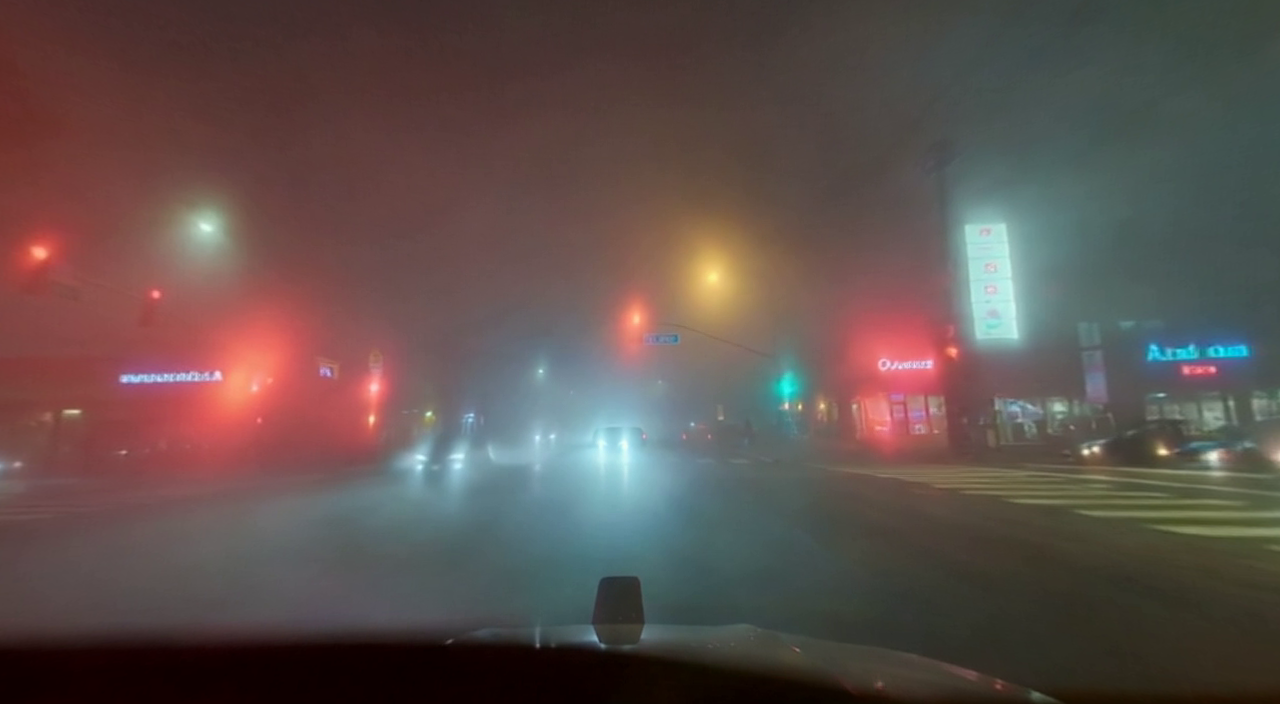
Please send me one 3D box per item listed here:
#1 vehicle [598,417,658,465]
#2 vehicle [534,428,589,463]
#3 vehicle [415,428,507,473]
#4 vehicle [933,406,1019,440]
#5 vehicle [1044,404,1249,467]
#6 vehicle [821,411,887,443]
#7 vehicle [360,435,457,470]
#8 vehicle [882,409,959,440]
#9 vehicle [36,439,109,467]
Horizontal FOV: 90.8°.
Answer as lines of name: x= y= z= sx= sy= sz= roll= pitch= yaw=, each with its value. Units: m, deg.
vehicle: x=-0.516 y=3.738 z=26.487 sx=2.264 sy=1.798 sz=4.531 roll=0 pitch=-8 yaw=-1
vehicle: x=-3.560 y=4.354 z=29.419 sx=1.921 sy=1.491 sz=4.332 roll=0 pitch=-8 yaw=1
vehicle: x=-6.506 y=3.653 z=23.570 sx=2.032 sy=1.508 sz=4.661 roll=0 pitch=-8 yaw=1
vehicle: x=16.675 y=3.614 z=31.642 sx=1.850 sy=1.509 sz=4.297 roll=1 pitch=-9 yaw=-1
vehicle: x=15.855 y=2.619 z=20.009 sx=4.583 sy=1.741 sz=2.117 roll=-2 pitch=-6 yaw=1
vehicle: x=11.447 y=3.987 z=34.167 sx=1.899 sy=1.550 sz=4.531 roll=-1 pitch=-6 yaw=-1
vehicle: x=-10.543 y=4.605 z=29.132 sx=2.002 sy=1.470 sz=4.388 roll=-2 pitch=-9 yaw=15
vehicle: x=14.138 y=3.746 z=32.165 sx=1.797 sy=1.443 sz=4.451 roll=-1 pitch=-8 yaw=-1
vehicle: x=-40.567 y=7.210 z=45.191 sx=1.615 sy=1.455 sz=3.501 roll=-7 pitch=-4 yaw=26
